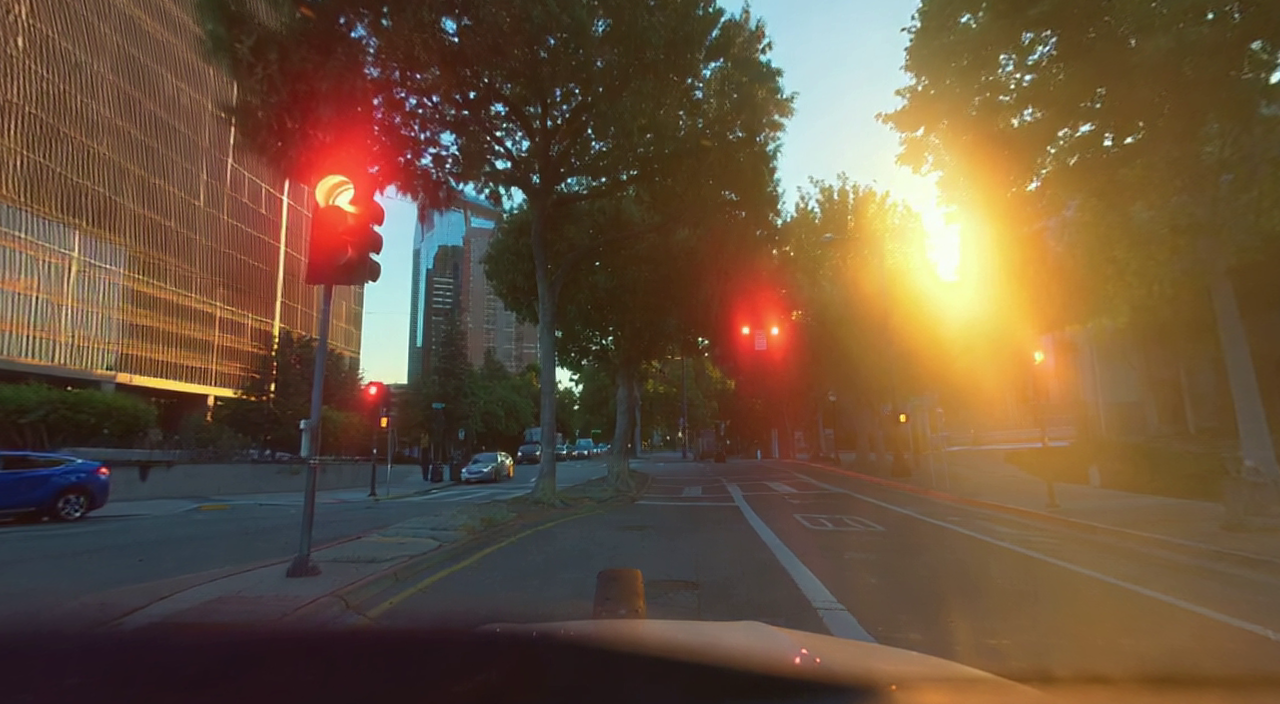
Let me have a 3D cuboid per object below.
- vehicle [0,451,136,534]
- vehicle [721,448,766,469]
[{"bbox_3d":[-12.858,2.713,12.275,4.598,1.490,1.816,7,-11,-40],"label":"vehicle"},{"bbox_3d":[7.861,8.122,48.419,1.829,1.440,4.384,2,-9,-14],"label":"vehicle"}]
